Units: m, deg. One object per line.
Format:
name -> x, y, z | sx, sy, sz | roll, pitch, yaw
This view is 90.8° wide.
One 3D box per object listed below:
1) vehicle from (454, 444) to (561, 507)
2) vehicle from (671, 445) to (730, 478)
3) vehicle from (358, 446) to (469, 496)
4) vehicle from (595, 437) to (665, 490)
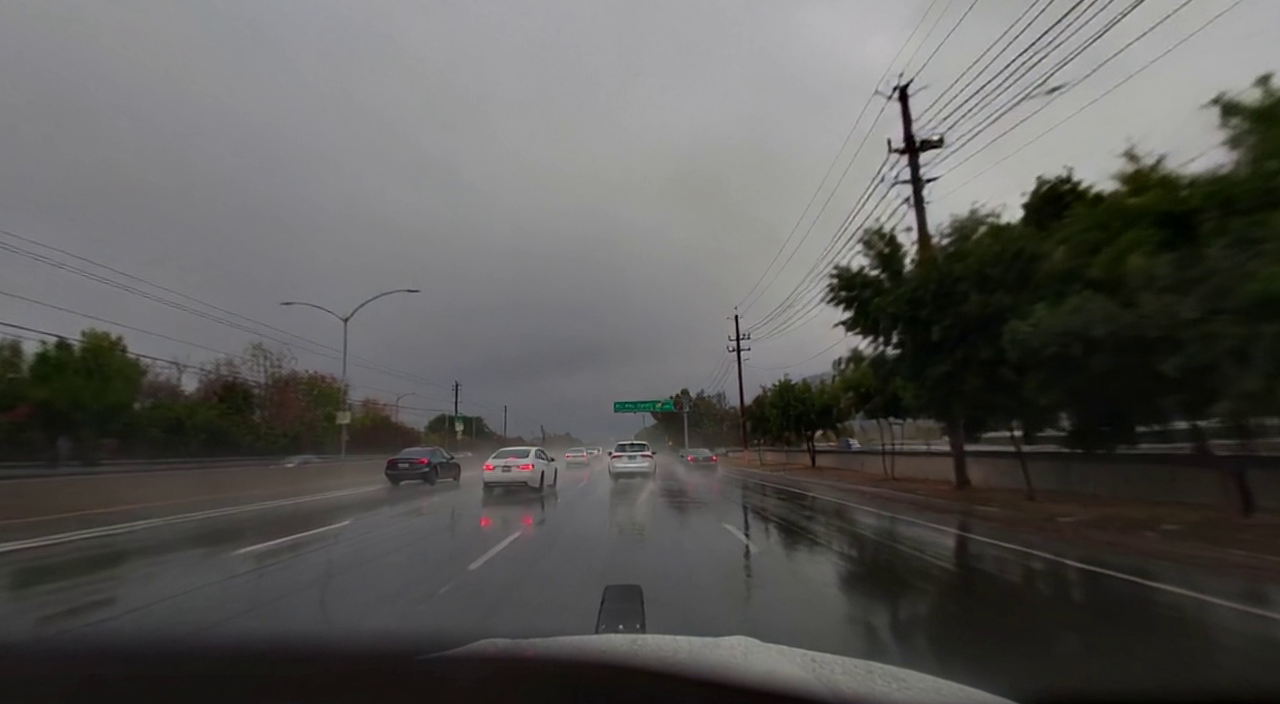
vehicle -> -3.387, 3.233, 17.072 | 1.958, 1.447, 4.454 | 0, -9, 0
vehicle -> 2.803, 5.230, 30.448 | 2.197, 1.464, 4.356 | 0, -9, -3
vehicle -> -7.322, 3.863, 20.974 | 1.959, 1.435, 4.719 | 0, -9, 0
vehicle -> -0.390, 3.965, 22.799 | 2.284, 1.699, 4.168 | 0, -9, -2
